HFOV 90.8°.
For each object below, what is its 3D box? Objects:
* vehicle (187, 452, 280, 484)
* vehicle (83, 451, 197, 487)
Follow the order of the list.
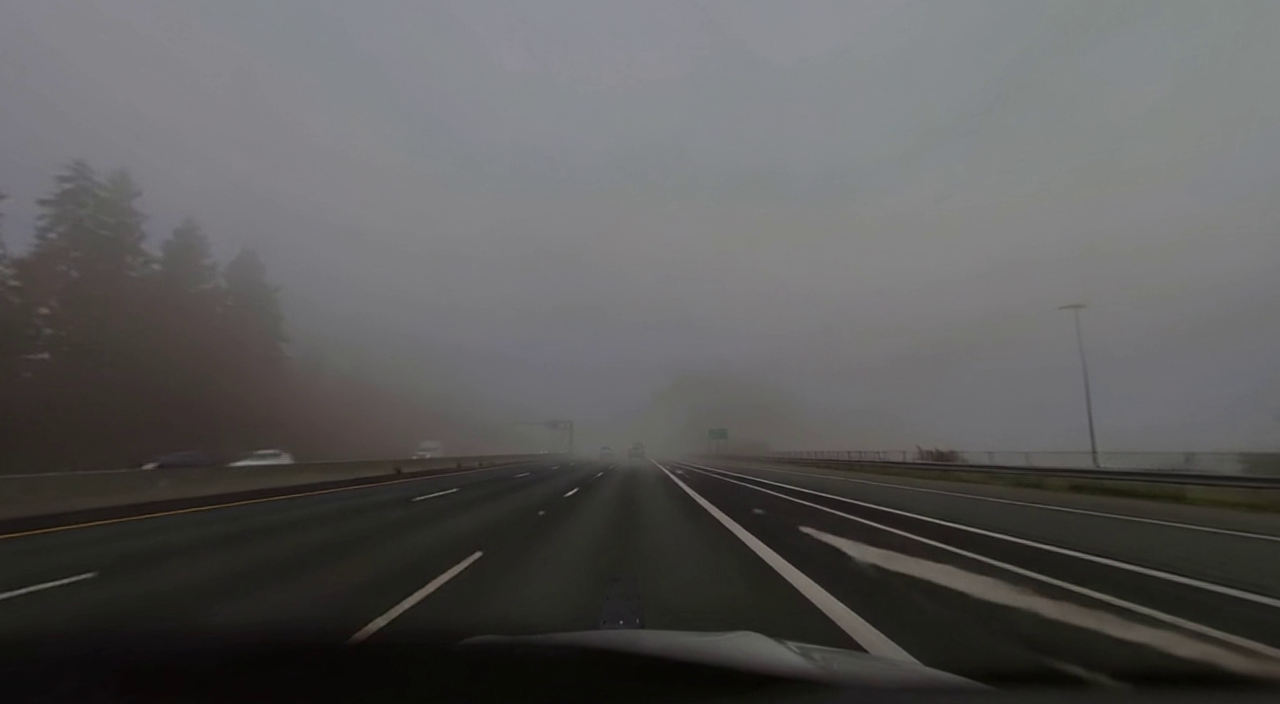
[{"bbox_3d":[-19.967,5.689,31.222,1.844,1.434,4.279,0,-9,-2],"label":"vehicle"},{"bbox_3d":[-23.954,5.610,30.464,2.092,1.569,4.167,0,-9,0],"label":"vehicle"}]
